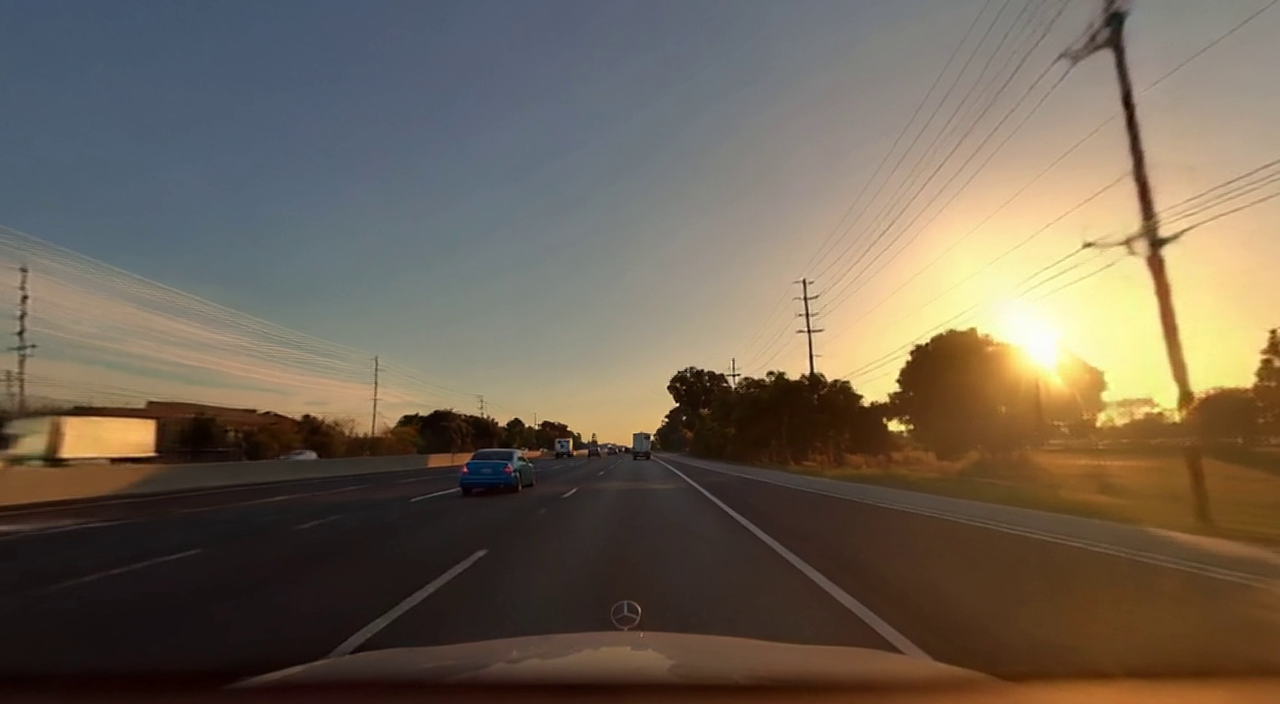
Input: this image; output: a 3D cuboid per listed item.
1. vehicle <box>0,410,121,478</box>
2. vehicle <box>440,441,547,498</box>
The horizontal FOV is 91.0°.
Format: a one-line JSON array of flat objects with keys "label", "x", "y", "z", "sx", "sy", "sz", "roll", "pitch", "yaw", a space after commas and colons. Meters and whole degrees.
[{"label": "vehicle", "x": -39.711, "y": 6.079, "z": 41.356, "sx": 2.979, "sy": 4.006, "sz": 9.168, "roll": 0, "pitch": -9, "yaw": 2}, {"label": "vehicle", "x": -4.289, "y": 3.522, "z": 19.252, "sx": 2.104, "sy": 1.501, "sz": 4.459, "roll": 0, "pitch": -9, "yaw": 1}]
